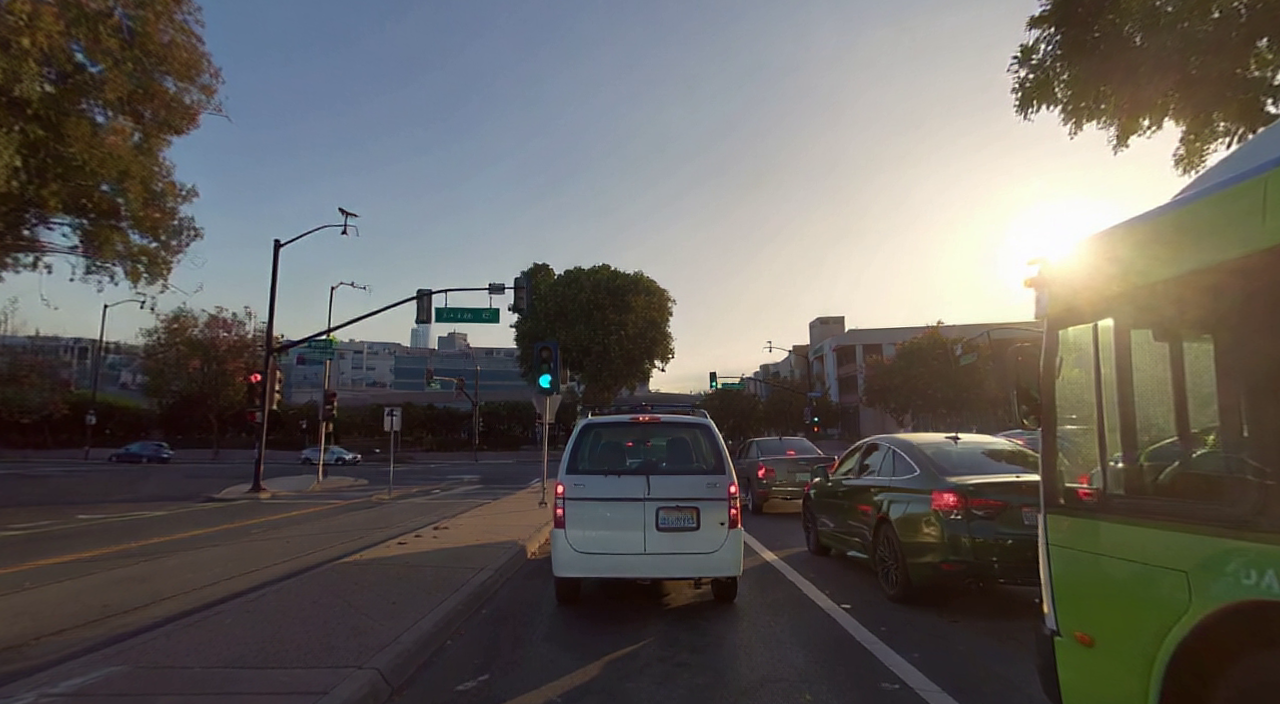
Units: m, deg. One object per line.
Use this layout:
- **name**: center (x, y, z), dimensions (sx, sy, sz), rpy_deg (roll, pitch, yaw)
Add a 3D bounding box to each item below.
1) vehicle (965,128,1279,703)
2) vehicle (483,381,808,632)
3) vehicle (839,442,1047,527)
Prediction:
- **vehicle**: center (2.614, 0.317, 0.427), dimensions (2.037, 2.065, 5.037), rpy_deg (0, -8, 0)
- **vehicle**: center (0.013, 1.474, 7.008), dimensions (2.381, 1.842, 4.603), rpy_deg (0, -8, -1)
- **vehicle**: center (5.980, 2.638, 13.225), dimensions (1.987, 1.457, 4.675), rpy_deg (0, -8, -1)
